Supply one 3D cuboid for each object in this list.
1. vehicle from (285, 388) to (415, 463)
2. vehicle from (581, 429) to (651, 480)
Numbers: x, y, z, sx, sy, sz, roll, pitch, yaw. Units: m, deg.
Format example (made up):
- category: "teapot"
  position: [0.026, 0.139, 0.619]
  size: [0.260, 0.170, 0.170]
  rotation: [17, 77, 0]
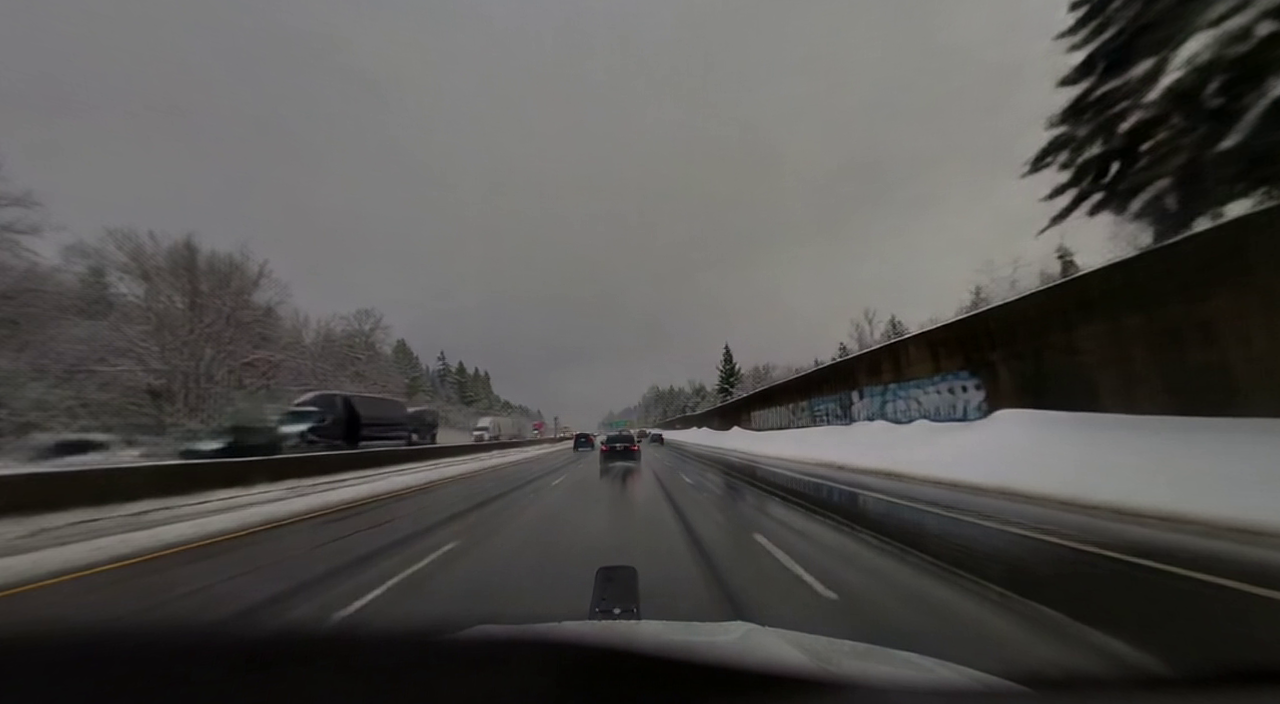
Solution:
- category: "vehicle"
  position: [-17.411, 4.667, 39.082]
  size: [2.968, 3.967, 11.156]
  rotation: [0, -8, -1]
- category: "vehicle"
  position: [-0.716, 3.223, 20.145]
  size: [2.044, 1.477, 3.693]
  rotation: [0, -8, -1]
